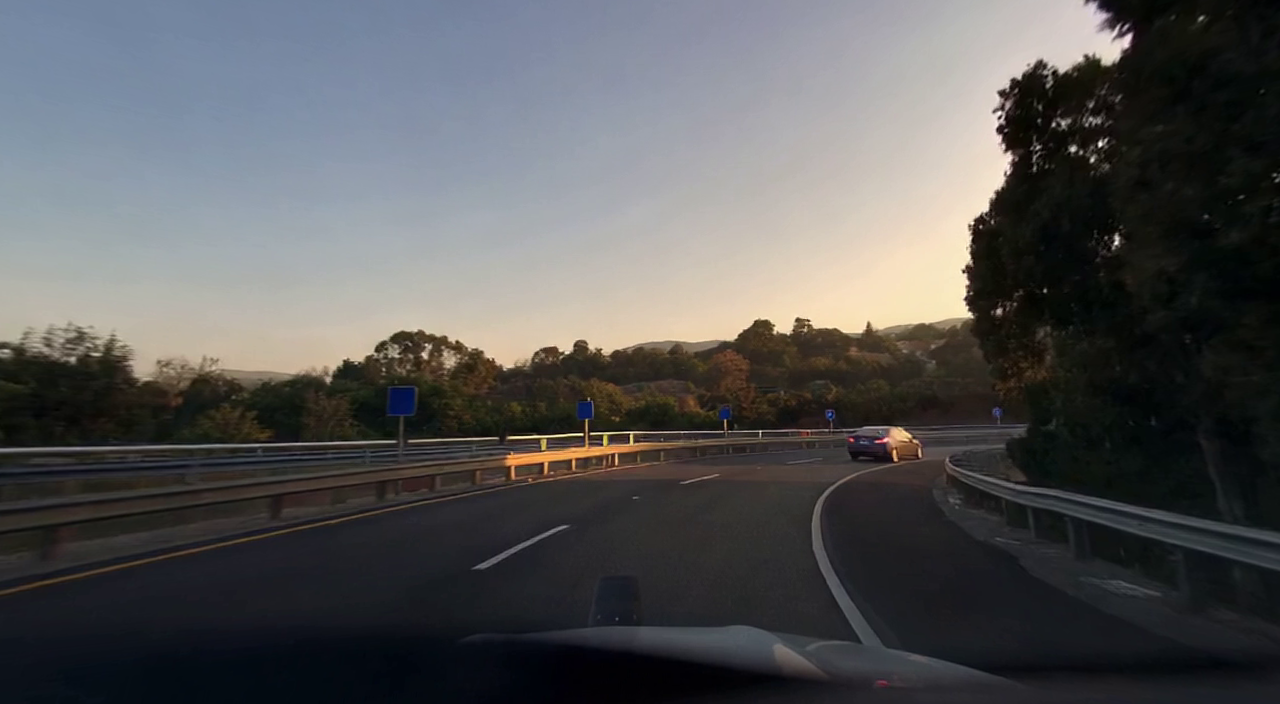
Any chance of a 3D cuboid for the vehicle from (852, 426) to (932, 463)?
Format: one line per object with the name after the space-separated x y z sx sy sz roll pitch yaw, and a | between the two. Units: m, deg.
11.147 4.043 27.740 2.028 1.440 3.970 -5 -9 41 | vehicle
